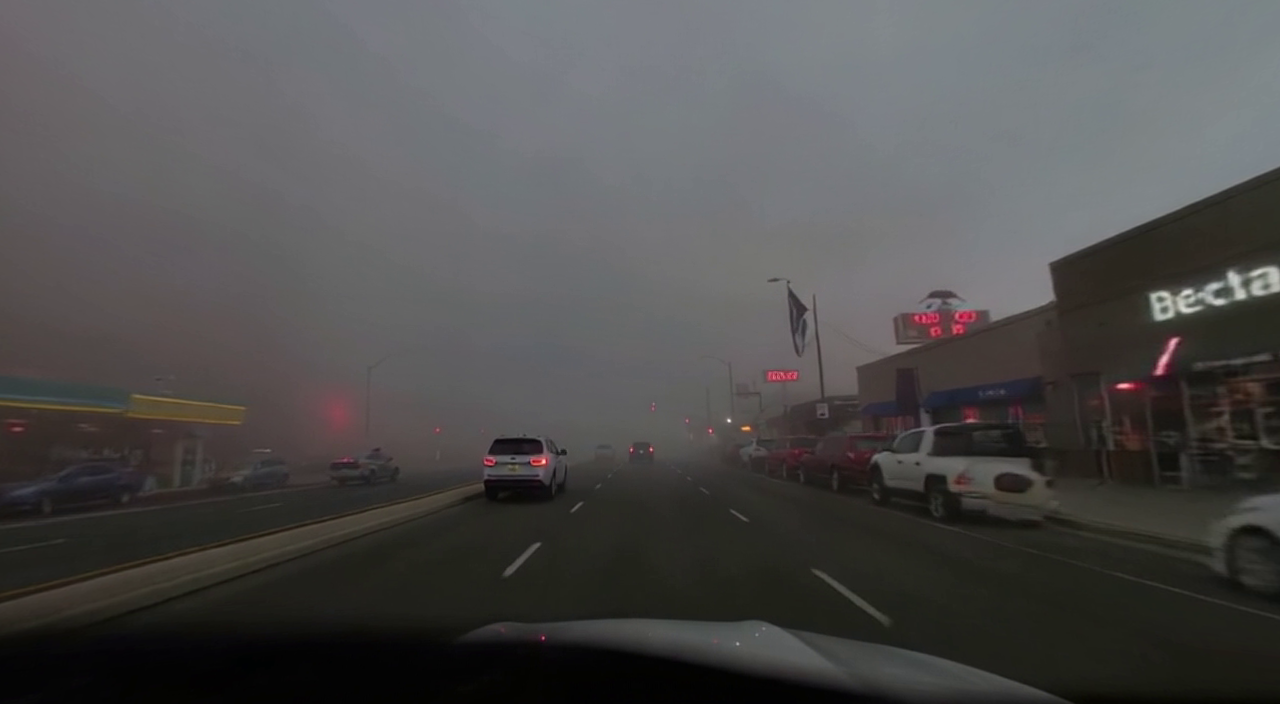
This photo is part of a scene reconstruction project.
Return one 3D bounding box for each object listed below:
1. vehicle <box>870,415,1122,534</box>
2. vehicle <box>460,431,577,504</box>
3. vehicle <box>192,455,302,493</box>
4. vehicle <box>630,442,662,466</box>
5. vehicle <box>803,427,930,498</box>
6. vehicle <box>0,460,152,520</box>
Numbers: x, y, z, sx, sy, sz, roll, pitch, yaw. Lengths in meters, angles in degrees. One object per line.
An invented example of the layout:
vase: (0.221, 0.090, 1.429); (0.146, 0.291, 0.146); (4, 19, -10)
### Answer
vehicle: (6.607, 2.340, 12.668); (2.005, 1.858, 5.253); (0, -9, 0)
vehicle: (-3.003, 2.982, 16.716); (2.049, 1.646, 4.445); (-1, -9, 2)
vehicle: (-17.263, 5.356, 27.999); (1.894, 1.458, 4.565); (0, -9, 1)
vehicle: (0.386, 6.905, 42.869); (2.037, 1.484, 4.073); (0, -9, 0)
vehicle: (6.556, 3.257, 18.951); (1.985, 1.835, 4.936); (0, -9, 0)
vehicle: (-17.270, 3.974, 18.657); (2.046, 1.458, 4.539); (0, -9, -1)
